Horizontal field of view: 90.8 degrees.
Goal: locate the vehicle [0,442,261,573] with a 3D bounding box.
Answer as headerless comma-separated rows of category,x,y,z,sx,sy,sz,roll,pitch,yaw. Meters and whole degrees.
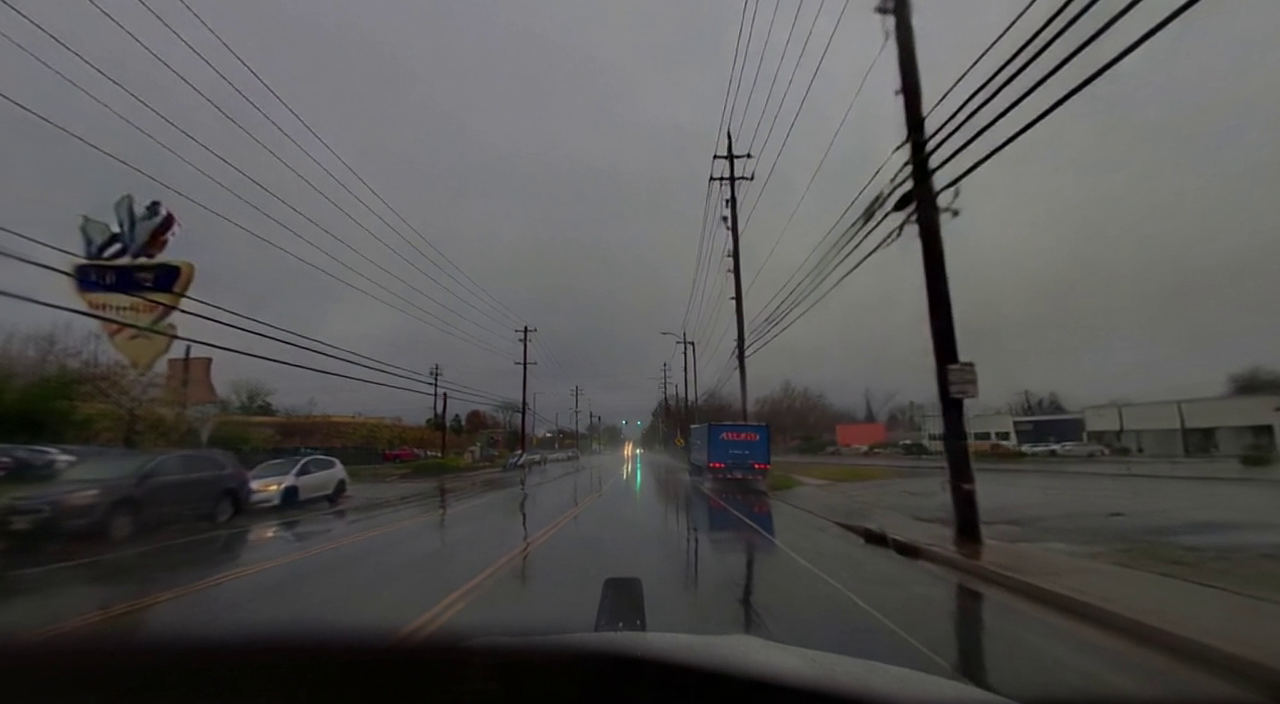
vehicle,-9.087,2.481,11.022,1.938,1.756,4.686,0,-9,1

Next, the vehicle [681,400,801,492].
vehicle,3.767,3.933,26.379,3.168,3.106,9.350,0,-9,-2

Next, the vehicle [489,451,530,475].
vehicle,-8.655,7.400,42.280,1.939,1.480,4.632,0,-9,-2

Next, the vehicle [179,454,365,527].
vehicle,-8.970,3.367,16.000,1.864,1.529,4.677,0,-9,1
